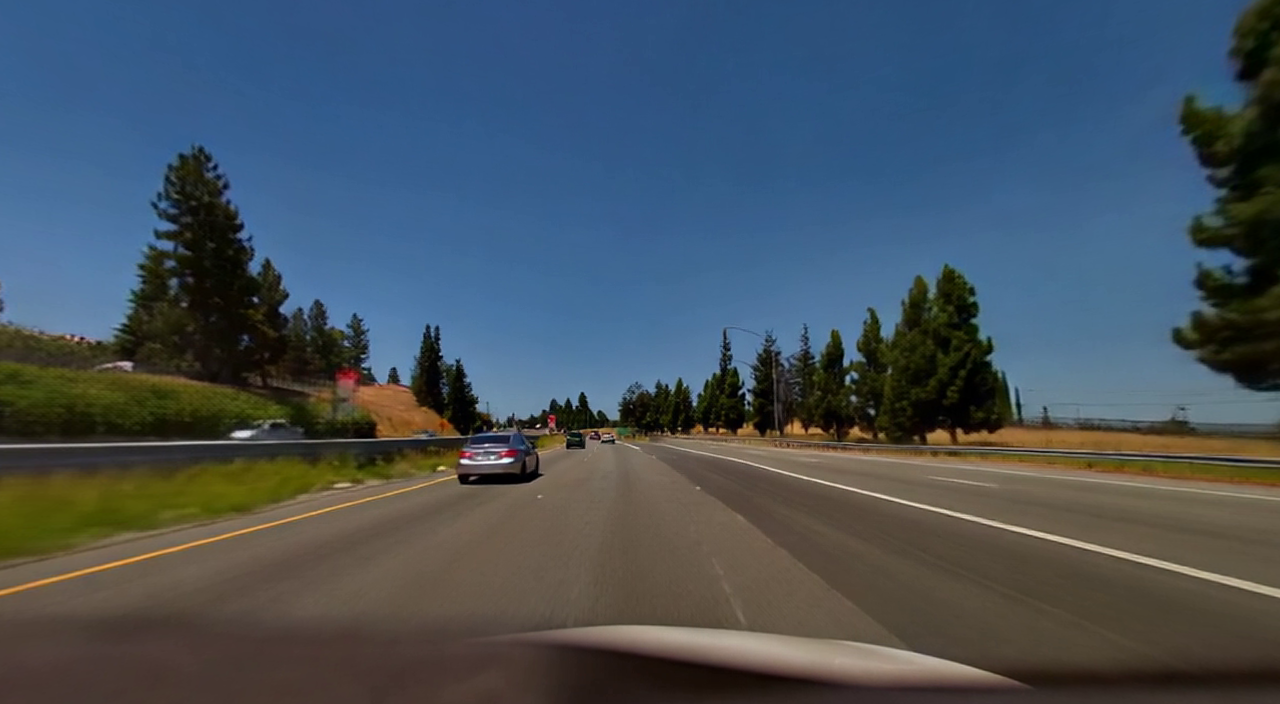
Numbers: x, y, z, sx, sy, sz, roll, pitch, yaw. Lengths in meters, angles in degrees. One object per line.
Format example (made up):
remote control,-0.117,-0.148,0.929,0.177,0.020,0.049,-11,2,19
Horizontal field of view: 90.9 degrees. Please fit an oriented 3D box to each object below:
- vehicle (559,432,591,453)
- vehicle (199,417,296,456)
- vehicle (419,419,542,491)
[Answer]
vehicle,-4.465,6.266,43.572,1.874,1.369,3.875,0,-8,-1
vehicle,-19.322,4.184,31.302,1.947,1.787,4.572,0,-8,-1
vehicle,-3.954,2.623,16.516,2.047,1.612,4.631,0,-8,-1
